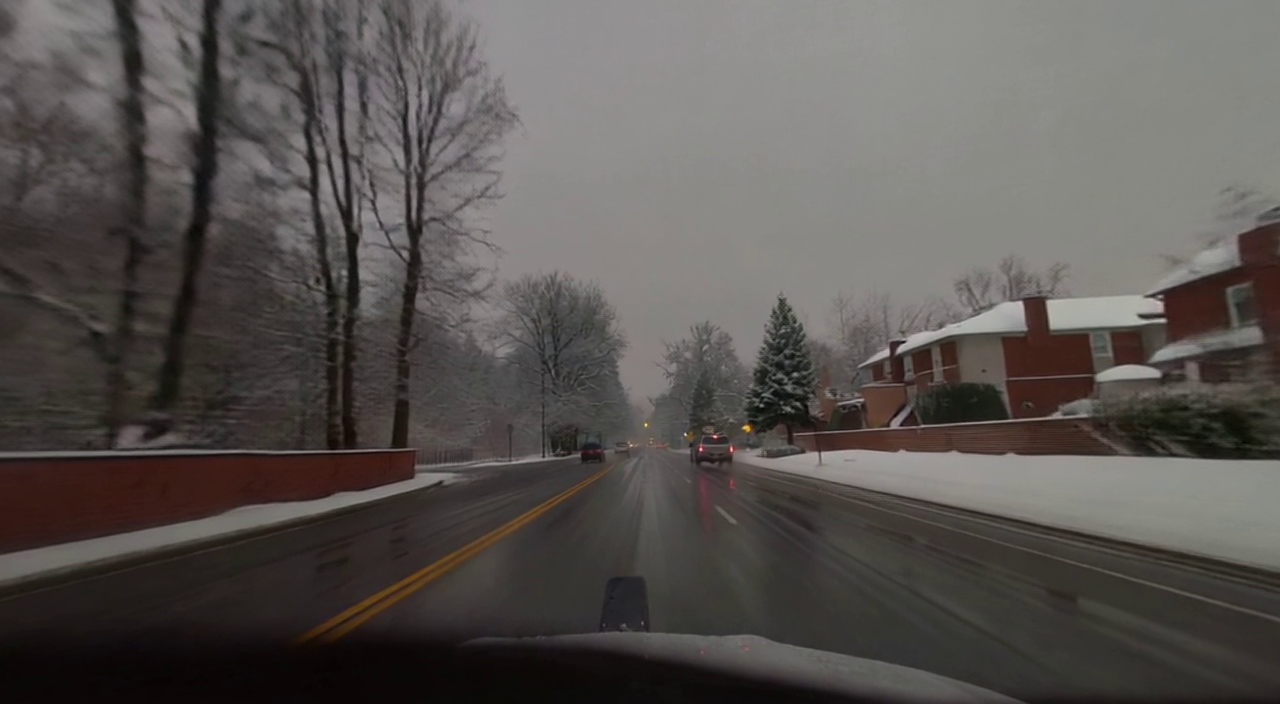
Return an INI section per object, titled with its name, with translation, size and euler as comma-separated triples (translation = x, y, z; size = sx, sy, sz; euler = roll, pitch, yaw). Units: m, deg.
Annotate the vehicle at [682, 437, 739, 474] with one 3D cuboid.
[vehicle]
translation = 3.388, 5.115, 31.350
size = 2.321, 1.695, 5.037
euler = 0, -8, 1
